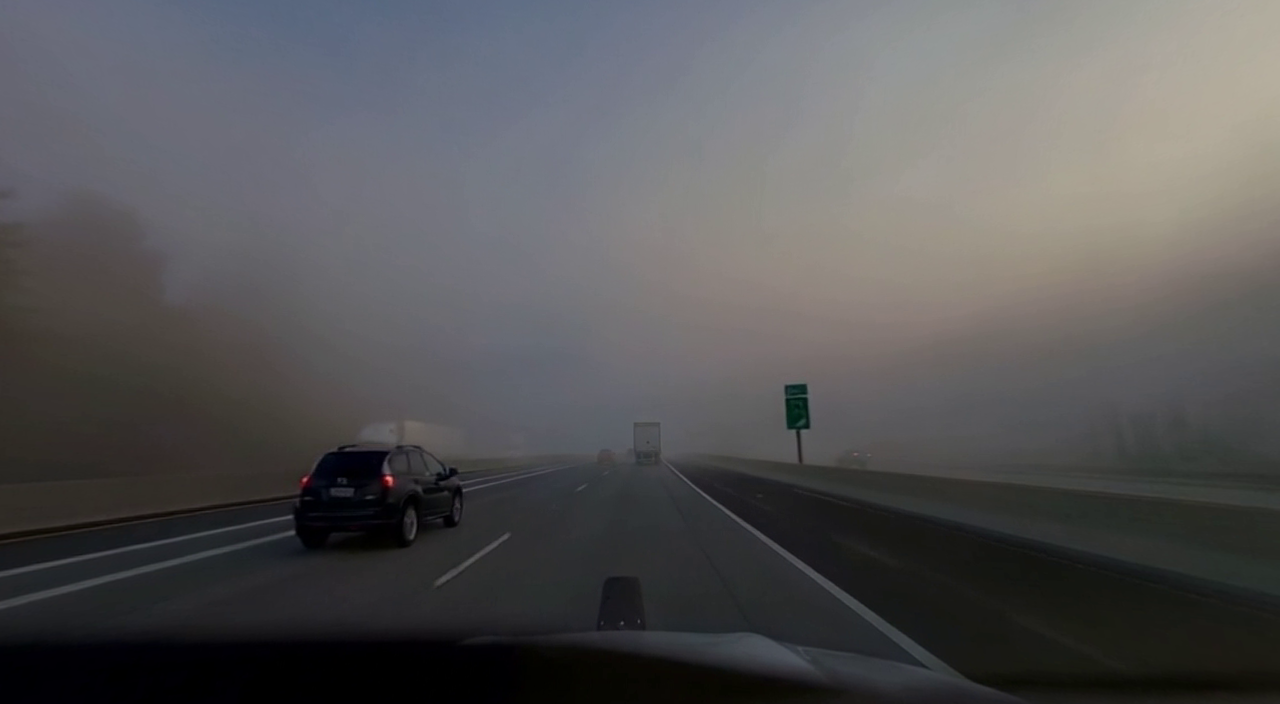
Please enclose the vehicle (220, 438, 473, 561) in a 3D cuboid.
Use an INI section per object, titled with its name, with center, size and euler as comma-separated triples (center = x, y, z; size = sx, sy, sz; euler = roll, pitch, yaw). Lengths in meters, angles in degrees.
[vehicle]
center = -4.168, 2.126, 9.841
size = 1.945, 1.488, 4.043
euler = 0, -9, 1
